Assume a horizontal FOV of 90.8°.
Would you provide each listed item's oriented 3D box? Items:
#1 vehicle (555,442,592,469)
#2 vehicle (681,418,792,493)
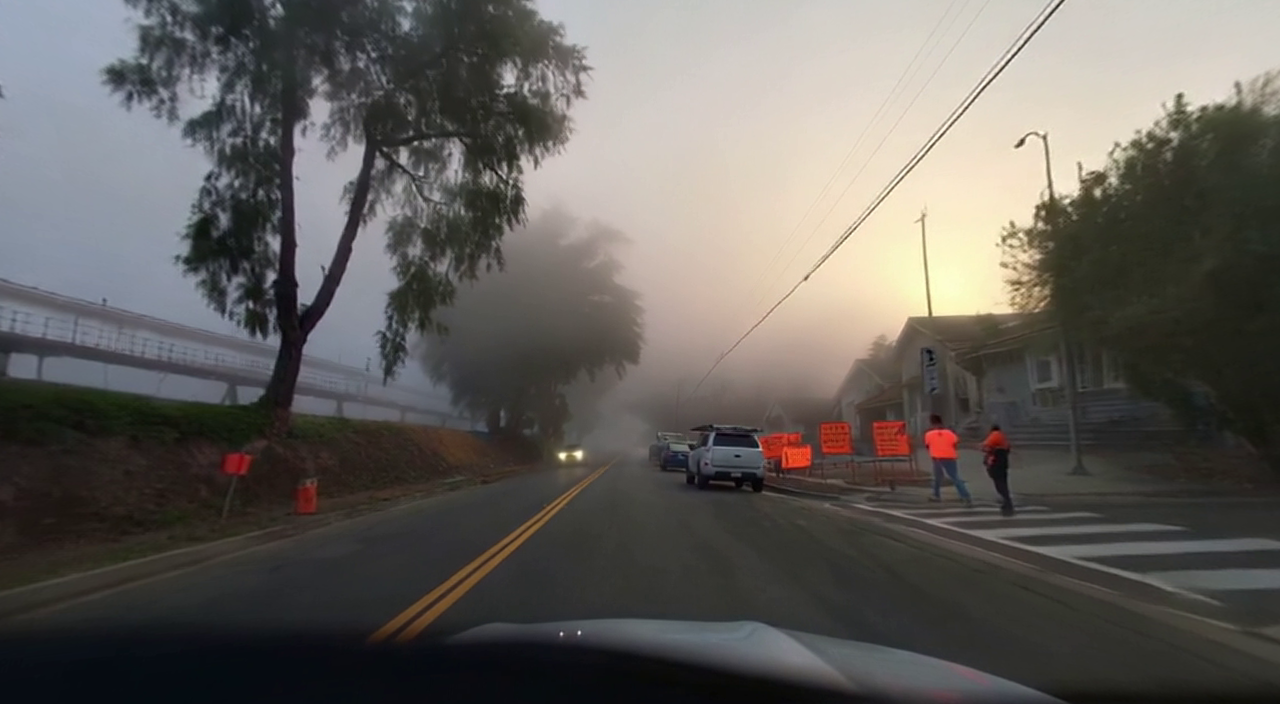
[{"bbox_3d":[-4.539,7.138,43.643,2.078,1.716,4.367,0,-9,0],"label":"vehicle"},{"bbox_3d":[2.940,3.408,21.127,2.759,2.114,6.152,0,-9,0],"label":"vehicle"}]
